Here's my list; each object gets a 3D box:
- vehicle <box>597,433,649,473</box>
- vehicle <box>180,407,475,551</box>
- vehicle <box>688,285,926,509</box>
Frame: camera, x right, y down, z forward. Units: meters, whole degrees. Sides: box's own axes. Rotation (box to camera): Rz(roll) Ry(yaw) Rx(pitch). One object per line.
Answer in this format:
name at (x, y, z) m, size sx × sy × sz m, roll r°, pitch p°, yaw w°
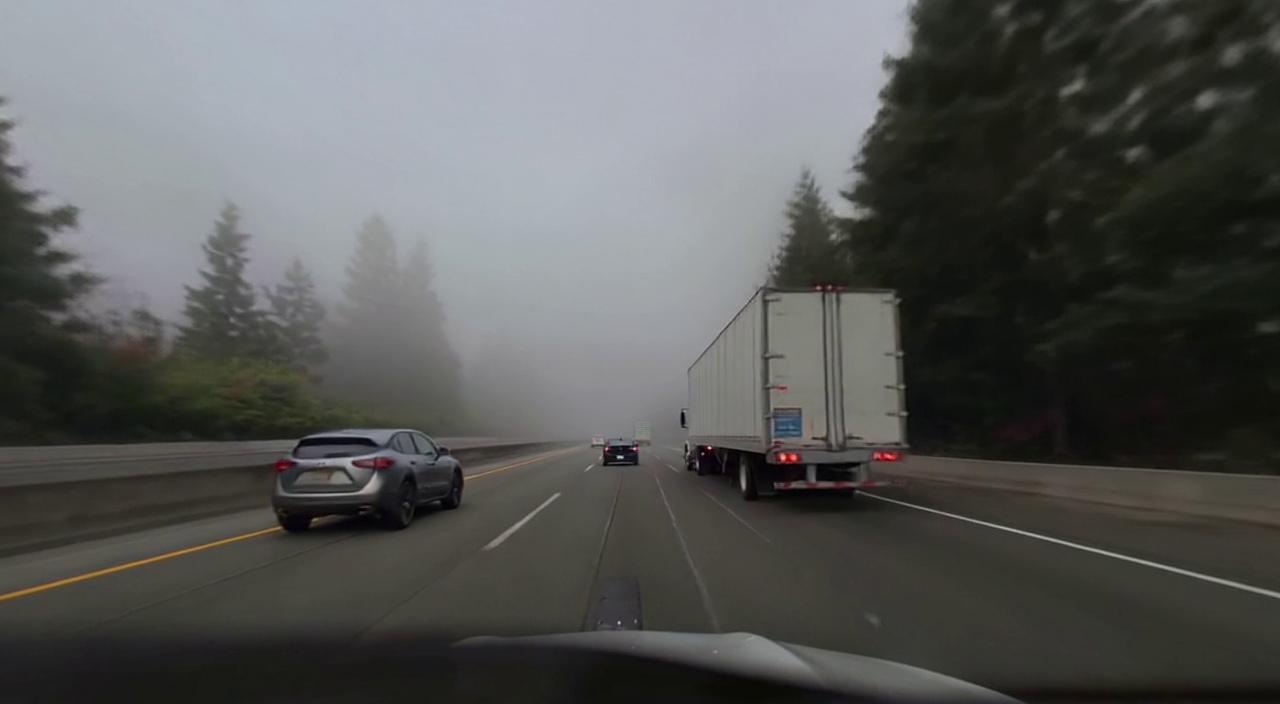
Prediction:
vehicle at (-0.704, 4.297, 27.072) m, size 2.048 × 1.563 × 4.087 m, roll 0°, pitch -8°, yaw -1°
vehicle at (-4.363, 1.846, 9.908) m, size 2.264 × 1.699 × 4.648 m, roll 0°, pitch -8°, yaw 0°
vehicle at (3.583, 1.795, 18.803) m, size 2.946 × 4.111 × 14.652 m, roll 0°, pitch -8°, yaw -1°
